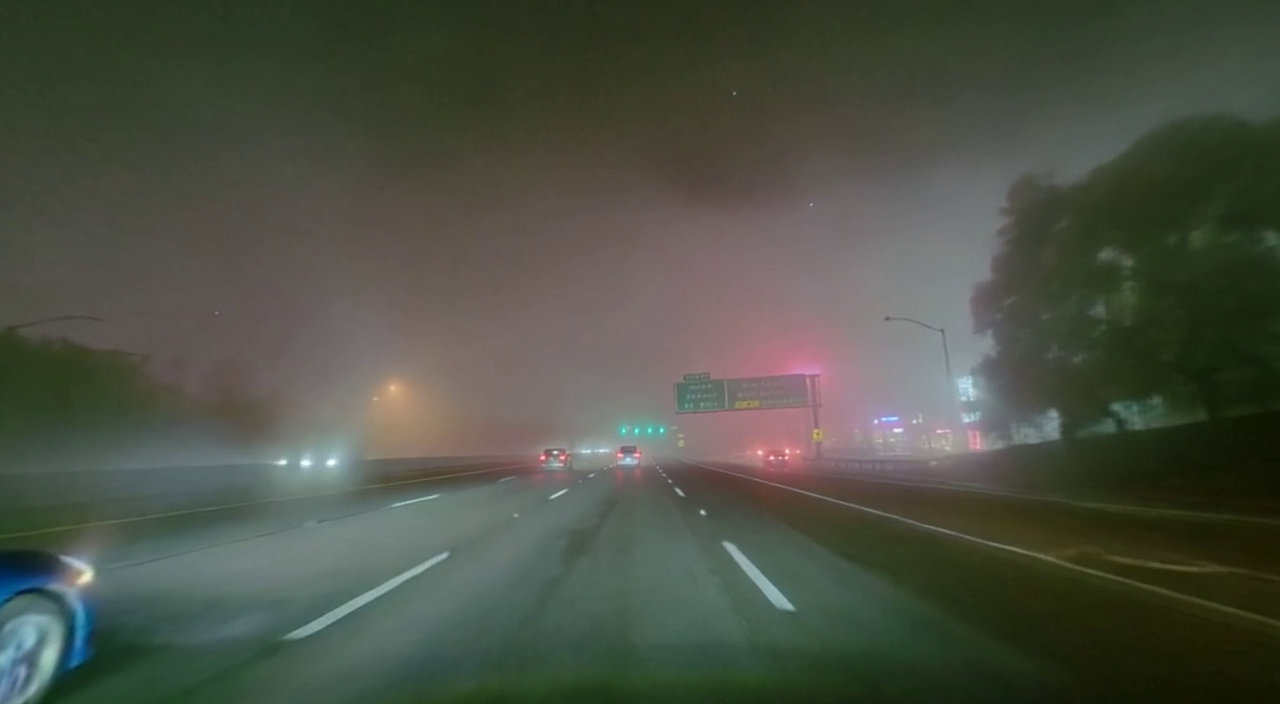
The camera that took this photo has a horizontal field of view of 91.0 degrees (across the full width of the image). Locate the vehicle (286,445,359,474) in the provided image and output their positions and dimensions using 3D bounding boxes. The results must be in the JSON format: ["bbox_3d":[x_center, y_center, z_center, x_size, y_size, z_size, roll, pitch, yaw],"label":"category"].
[{"bbox_3d":[-18.555,6.281,37.039,2.024,1.594,4.333,0,-9,0],"label":"vehicle"}]

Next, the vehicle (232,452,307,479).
[{"bbox_3d":[-22.374,6.830,38.243,1.923,1.488,4.300,0,-9,0],"label":"vehicle"}]

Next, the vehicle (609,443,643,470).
[{"bbox_3d":[-0.896,6.997,42.162,2.102,1.692,4.057,0,-9,1],"label":"vehicle"}]

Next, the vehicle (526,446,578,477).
[{"bbox_3d":[-4.605,5.821,33.711,2.071,1.553,4.388,0,-9,1],"label":"vehicle"}]
